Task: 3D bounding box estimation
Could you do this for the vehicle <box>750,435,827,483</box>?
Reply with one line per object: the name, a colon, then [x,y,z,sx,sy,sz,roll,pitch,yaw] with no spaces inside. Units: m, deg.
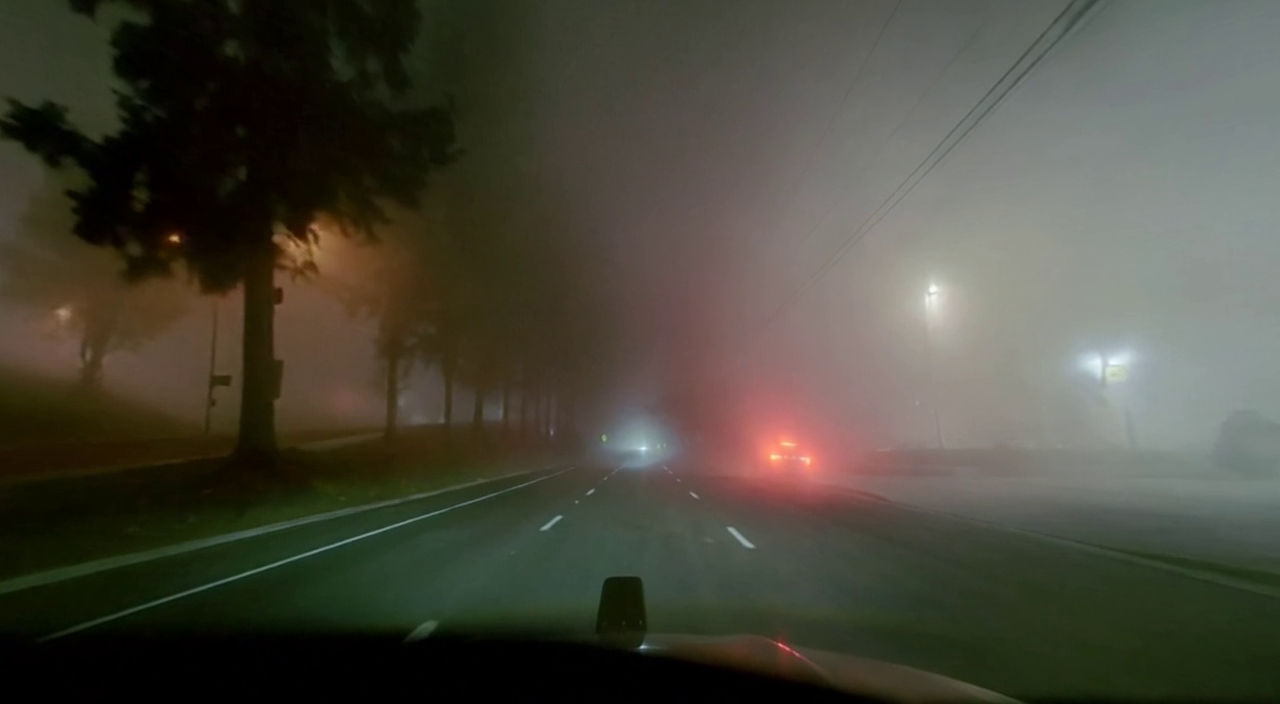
vehicle: [6.061,4.446,26.433,2.177,1.788,5.106,0,-8,2]
